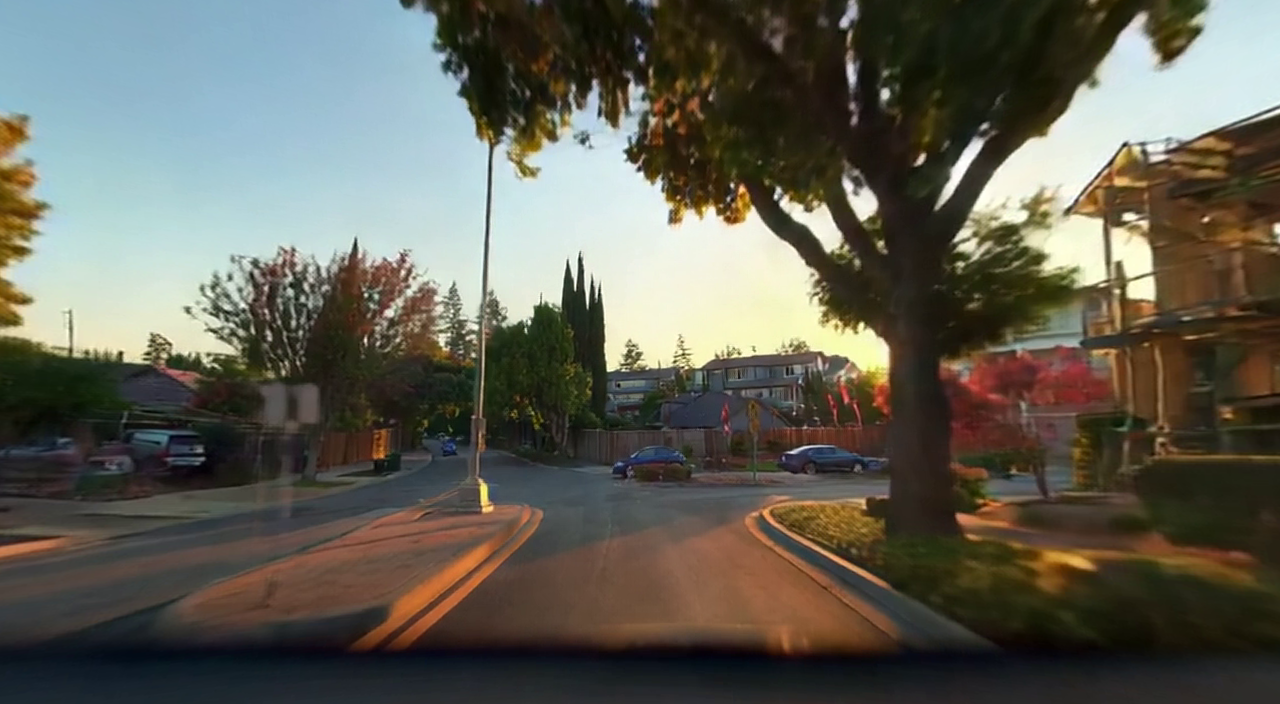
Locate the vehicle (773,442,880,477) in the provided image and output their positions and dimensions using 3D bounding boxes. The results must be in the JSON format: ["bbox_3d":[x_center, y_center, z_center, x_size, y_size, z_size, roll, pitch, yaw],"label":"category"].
[{"bbox_3d":[8.703,5.063,29.692,4.378,1.543,2.080,0,-9,0],"label":"vehicle"}]

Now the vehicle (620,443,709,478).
[{"bbox_3d":[1.072,4.979,29.065,3.772,1.531,1.949,1,-9,-10],"label":"vehicle"}]

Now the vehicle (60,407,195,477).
[{"bbox_3d":[-22.703,4.058,28.267,2.207,2.862,4.908,1,-9,-8],"label":"vehicle"}]

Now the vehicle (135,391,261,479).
[{"bbox_3d":[-19.995,3.733,28.939,2.438,3.594,5.582,2,-6,-10],"label":"vehicle"}]

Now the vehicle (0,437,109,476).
[{"bbox_3d":[-25.215,4.497,27.284,1.735,1.534,3.621,1,-9,-11],"label":"vehicle"}]

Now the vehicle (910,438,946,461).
[{"bbox_3d":[20.074,6.797,44.015,1.825,1.482,4.073,-3,-9,18],"label":"vehicle"}]
